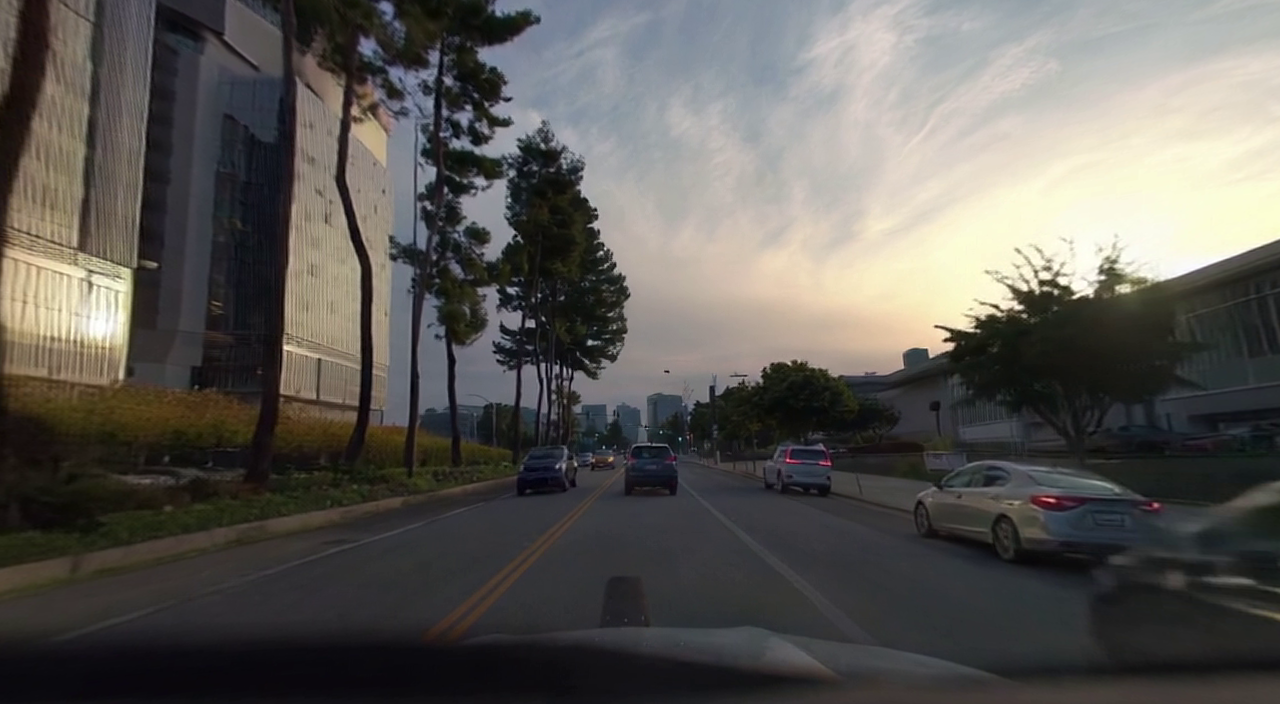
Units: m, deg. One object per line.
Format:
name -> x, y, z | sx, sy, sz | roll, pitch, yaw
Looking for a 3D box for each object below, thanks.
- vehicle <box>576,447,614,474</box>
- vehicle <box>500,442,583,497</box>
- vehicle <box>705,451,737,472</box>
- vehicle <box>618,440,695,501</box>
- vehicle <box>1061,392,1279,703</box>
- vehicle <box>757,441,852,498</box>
vehicle -> -2.953, 7.212, 42.148 | 2.124, 1.731, 4.227 | 0, -9, 1
vehicle -> -3.325, 4.086, 22.348 | 2.167, 1.717, 4.448 | 0, -9, 1
vehicle -> 6.176, 8.389, 48.454 | 1.885, 1.467, 4.546 | 0, -9, 0
vehicle -> 0.476, 3.554, 19.309 | 2.105, 1.653, 3.887 | 0, -9, 1
vehicle -> 2.822, 0.710, 0.622 | 1.991, 1.536, 4.116 | 0, -9, 1
vehicle -> 5.685, 4.103, 22.458 | 2.059, 1.813, 4.637 | 0, -9, -1
